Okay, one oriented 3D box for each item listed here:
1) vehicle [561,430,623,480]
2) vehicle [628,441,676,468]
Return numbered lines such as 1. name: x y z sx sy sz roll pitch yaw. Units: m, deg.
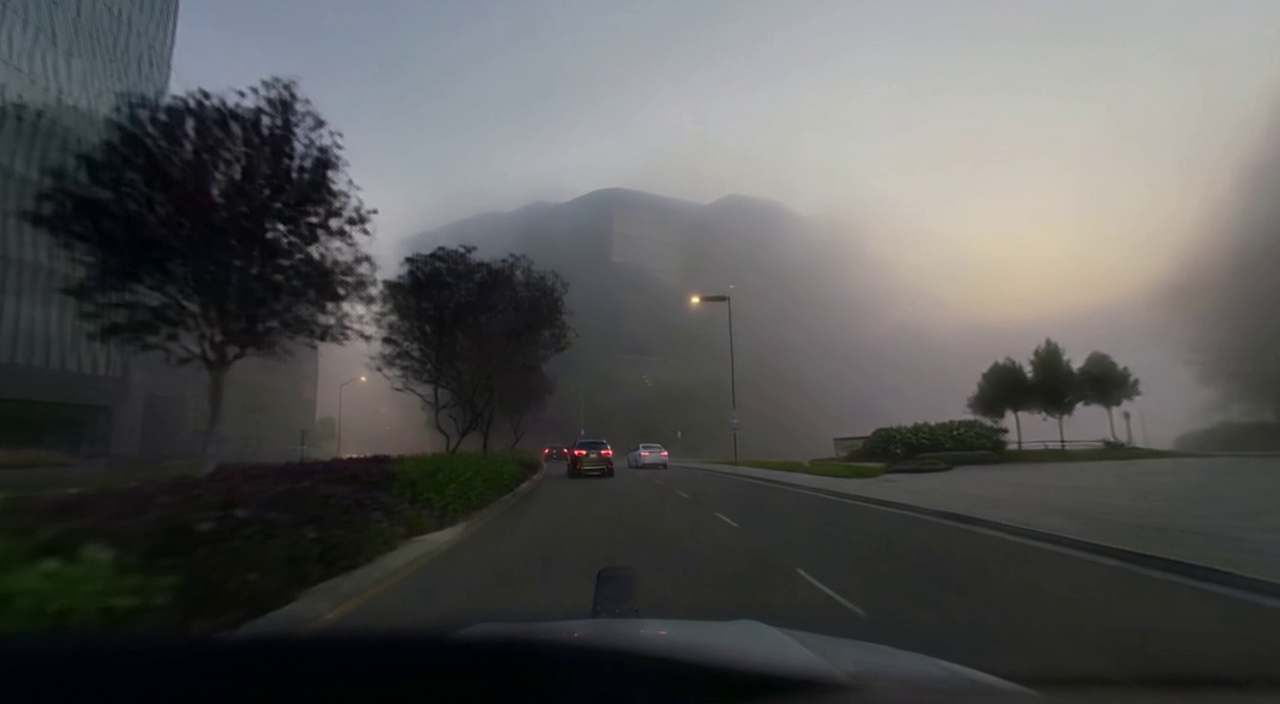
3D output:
1. vehicle: -1.924 3.997 24.562 2.173 1.761 4.374 1 -9 -6
2. vehicle: 0.668 6.280 38.750 2.116 1.506 4.355 2 -9 -10
